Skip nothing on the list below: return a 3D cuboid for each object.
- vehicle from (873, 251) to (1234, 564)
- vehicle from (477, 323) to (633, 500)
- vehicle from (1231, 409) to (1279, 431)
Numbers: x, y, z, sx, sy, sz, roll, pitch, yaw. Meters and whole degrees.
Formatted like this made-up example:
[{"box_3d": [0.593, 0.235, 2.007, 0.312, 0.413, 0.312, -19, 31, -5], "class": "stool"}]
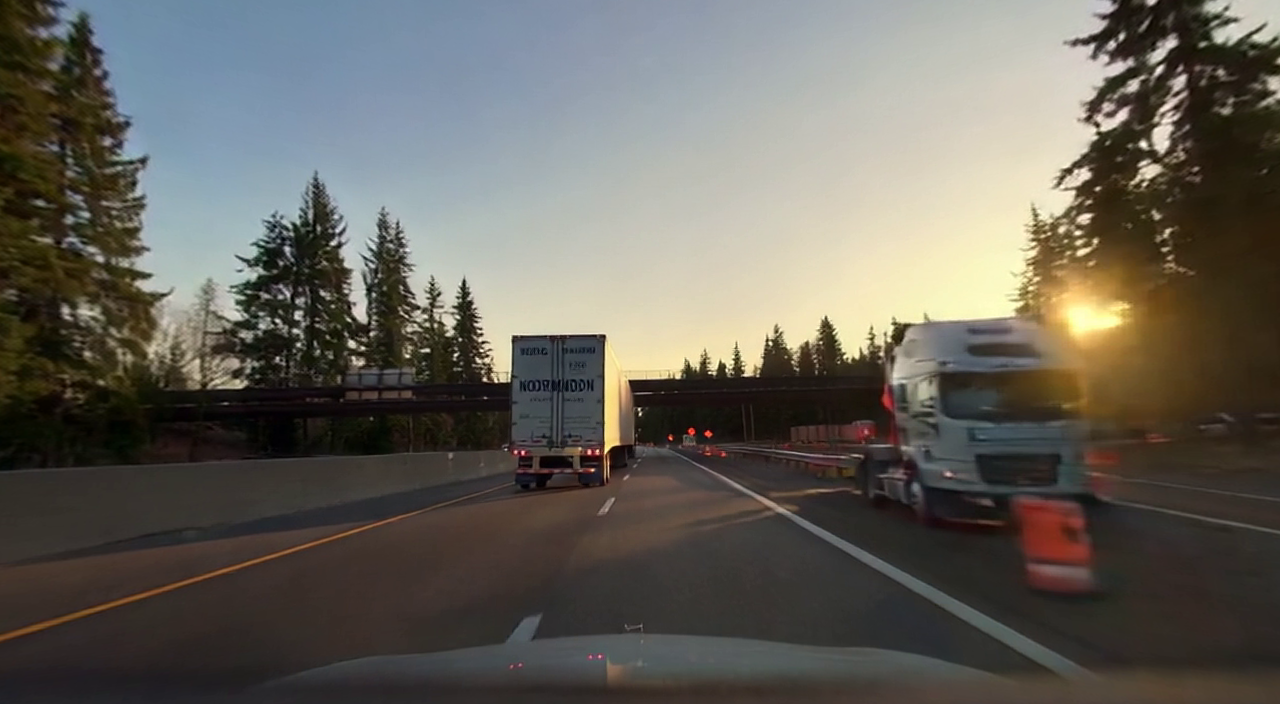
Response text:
[{"box_3d": [5.263, 0.808, 8.859, 2.928, 3.571, 3.032, -1, -8, 6], "class": "vehicle"}, {"box_3d": [-2.008, 2.509, 22.579, 2.873, 4.060, 16.327, 0, -8, 2], "class": "vehicle"}, {"box_3d": [45.878, 5.074, 46.858, 4.509, 1.491, 1.947, 6, -10, -37], "class": "vehicle"}]
